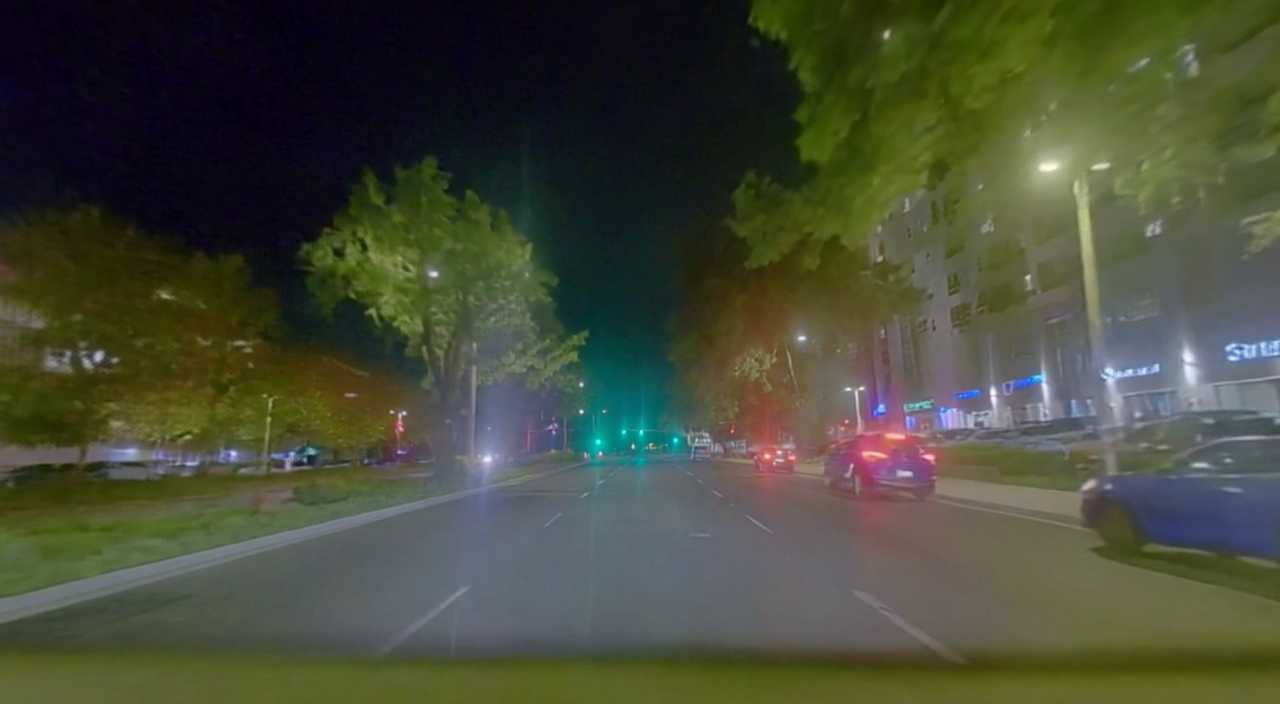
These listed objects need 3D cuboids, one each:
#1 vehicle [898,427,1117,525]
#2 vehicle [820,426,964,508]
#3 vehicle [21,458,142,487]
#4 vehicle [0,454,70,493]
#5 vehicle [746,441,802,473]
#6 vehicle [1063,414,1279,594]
[{"bbox_3d":[7.092,2.414,12.838,1.919,1.616,4.315,0,-8,1],"label":"vehicle"},{"bbox_3d":[7.131,3.300,18.576,2.157,2.057,4.994,0,-8,0],"label":"vehicle"},{"bbox_3d":[-31.683,6.821,35.884,4.795,1.555,2.221,-1,-9,2],"label":"vehicle"},{"bbox_3d":[-32.275,6.108,31.929,4.663,1.861,2.194,0,-9,2],"label":"vehicle"},{"bbox_3d":[7.311,5.788,34.947,2.122,1.602,4.928,-1,-9,1],"label":"vehicle"},{"bbox_3d":[6.885,1.473,6.319,1.986,1.634,4.783,0,-8,1],"label":"vehicle"}]
